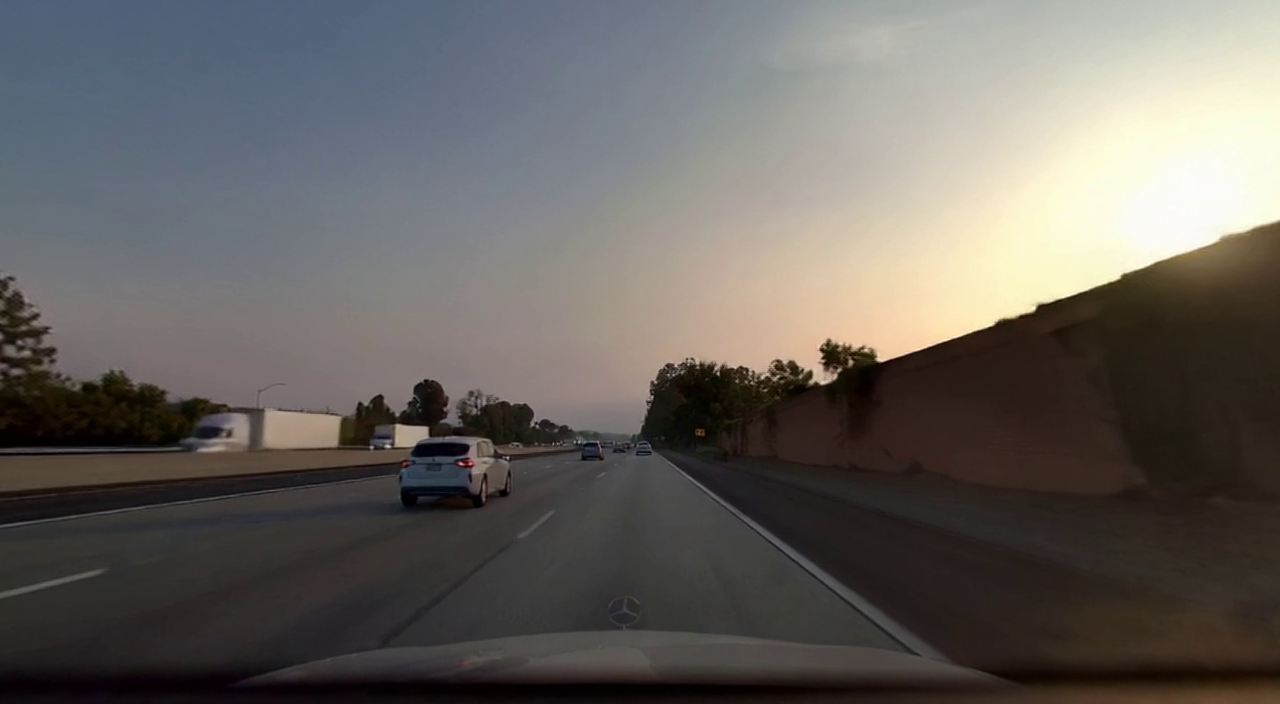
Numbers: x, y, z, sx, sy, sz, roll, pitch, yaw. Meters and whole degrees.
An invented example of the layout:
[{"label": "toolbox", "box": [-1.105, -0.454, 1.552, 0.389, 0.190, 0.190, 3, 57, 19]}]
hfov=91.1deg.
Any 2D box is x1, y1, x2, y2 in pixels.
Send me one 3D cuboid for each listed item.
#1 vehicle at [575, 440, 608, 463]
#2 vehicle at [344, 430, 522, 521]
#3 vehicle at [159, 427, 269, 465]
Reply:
[{"label": "vehicle", "box": [-3.558, 7.403, 46.919, 2.036, 1.636, 4.511, 0, -9, 1]}, {"label": "vehicle", "box": [-3.894, 2.410, 12.860, 1.945, 1.484, 4.803, 0, -9, 1]}, {"label": "vehicle", "box": [-31.985, 7.160, 47.645, 2.732, 2.631, 7.820, 0, -9, 1]}]
